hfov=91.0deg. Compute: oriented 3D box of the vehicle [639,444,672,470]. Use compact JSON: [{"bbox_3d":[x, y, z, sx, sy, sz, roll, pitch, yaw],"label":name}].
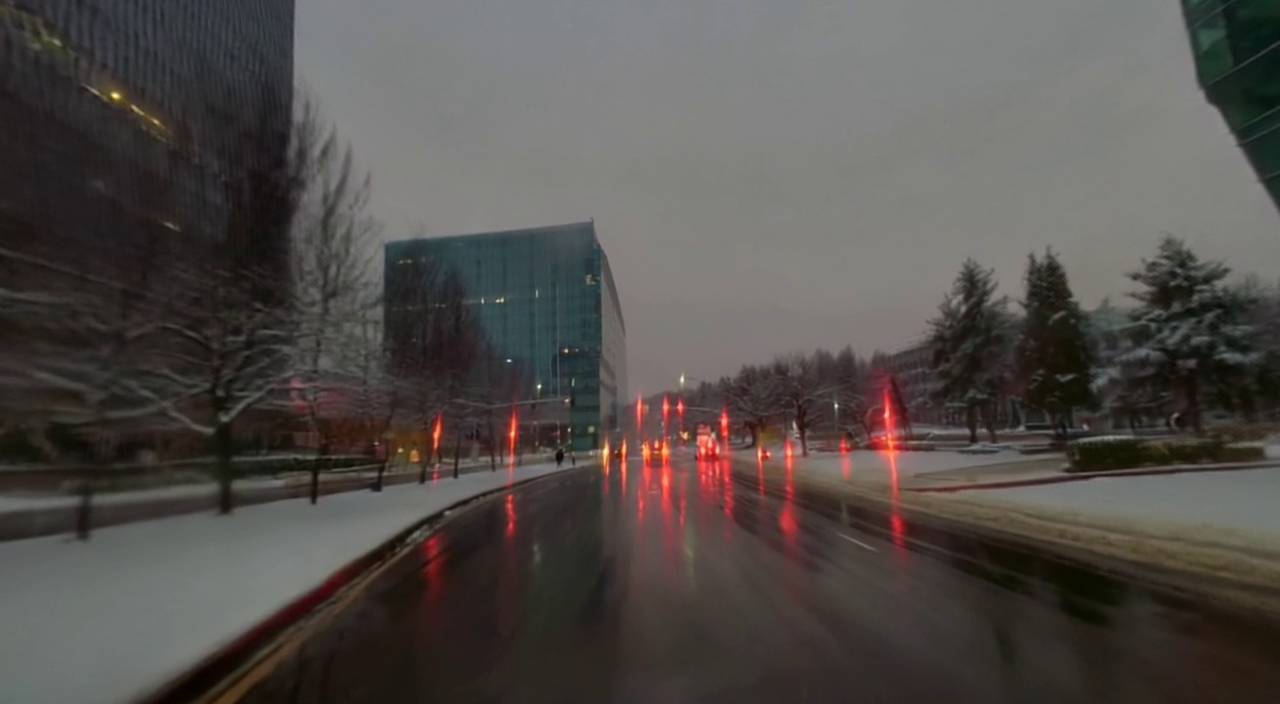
[{"bbox_3d":[1.018,6.916,41.710,2.092,1.660,4.319,0,-8,1],"label":"vehicle"}]
